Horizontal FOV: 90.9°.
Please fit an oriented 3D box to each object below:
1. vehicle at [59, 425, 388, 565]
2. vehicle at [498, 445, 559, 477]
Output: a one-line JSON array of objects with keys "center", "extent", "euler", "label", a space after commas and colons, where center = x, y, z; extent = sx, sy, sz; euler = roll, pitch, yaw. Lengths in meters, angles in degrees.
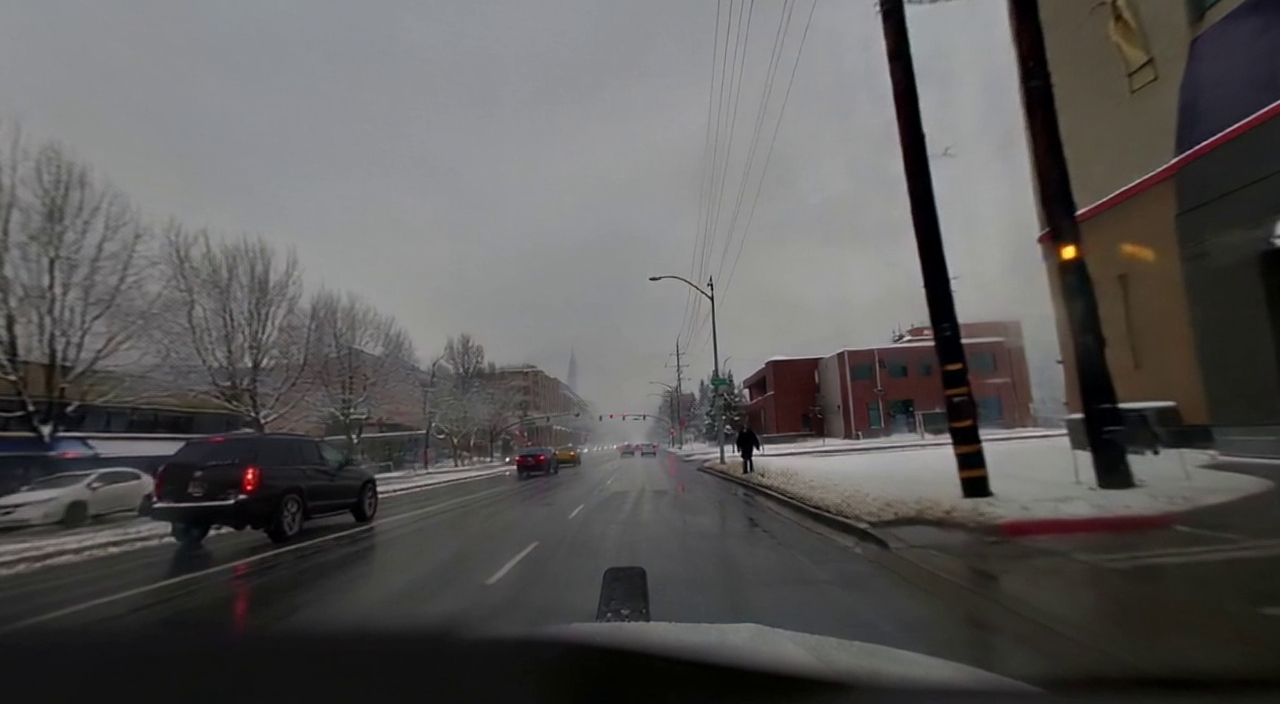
[{"center": [-6.116, 2.124, 10.220], "extent": [2.007, 1.698, 4.759], "euler": [0, -9, 1], "label": "vehicle"}, {"center": [-5.412, 5.363, 31.328], "extent": [2.030, 1.488, 4.650], "euler": [-1, -9, 2], "label": "vehicle"}]
